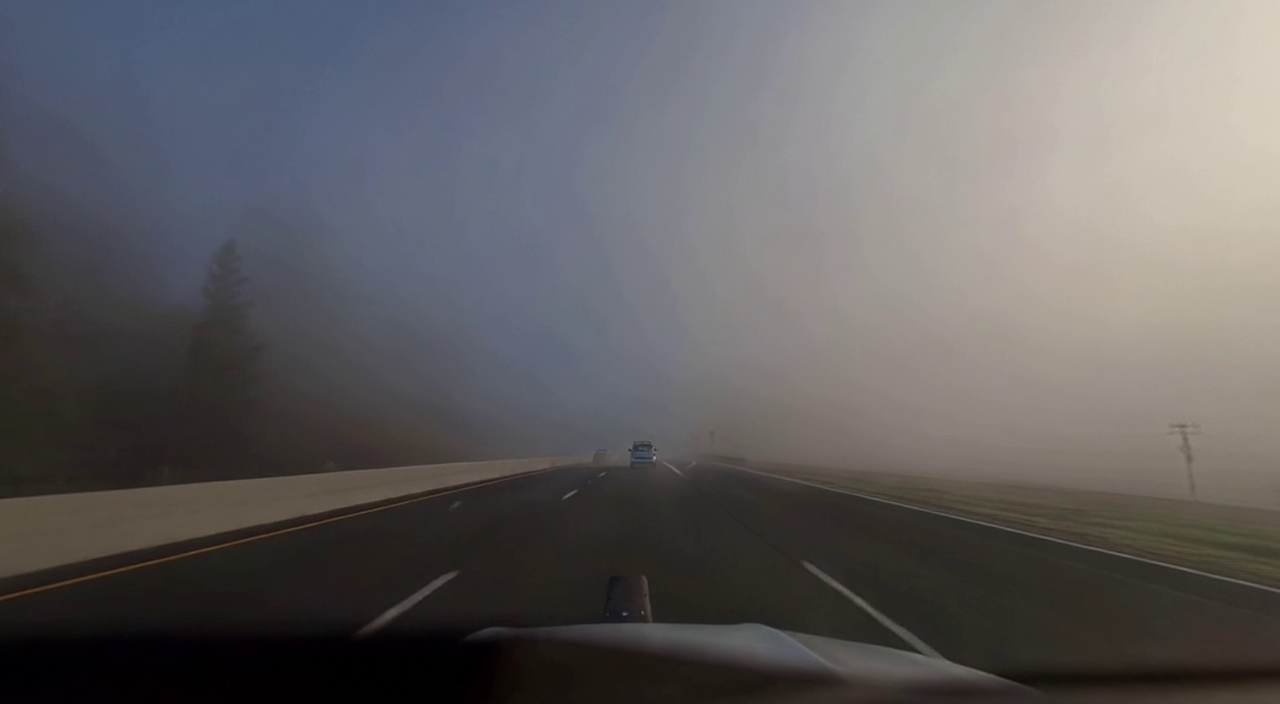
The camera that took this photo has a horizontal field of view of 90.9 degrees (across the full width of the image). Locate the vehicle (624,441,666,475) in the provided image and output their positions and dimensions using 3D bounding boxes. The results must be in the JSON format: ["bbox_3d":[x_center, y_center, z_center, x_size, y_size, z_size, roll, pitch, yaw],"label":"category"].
[{"bbox_3d":[0.244,5.692,33.973,2.172,1.687,3.929,0,-9,0],"label":"vehicle"}]
